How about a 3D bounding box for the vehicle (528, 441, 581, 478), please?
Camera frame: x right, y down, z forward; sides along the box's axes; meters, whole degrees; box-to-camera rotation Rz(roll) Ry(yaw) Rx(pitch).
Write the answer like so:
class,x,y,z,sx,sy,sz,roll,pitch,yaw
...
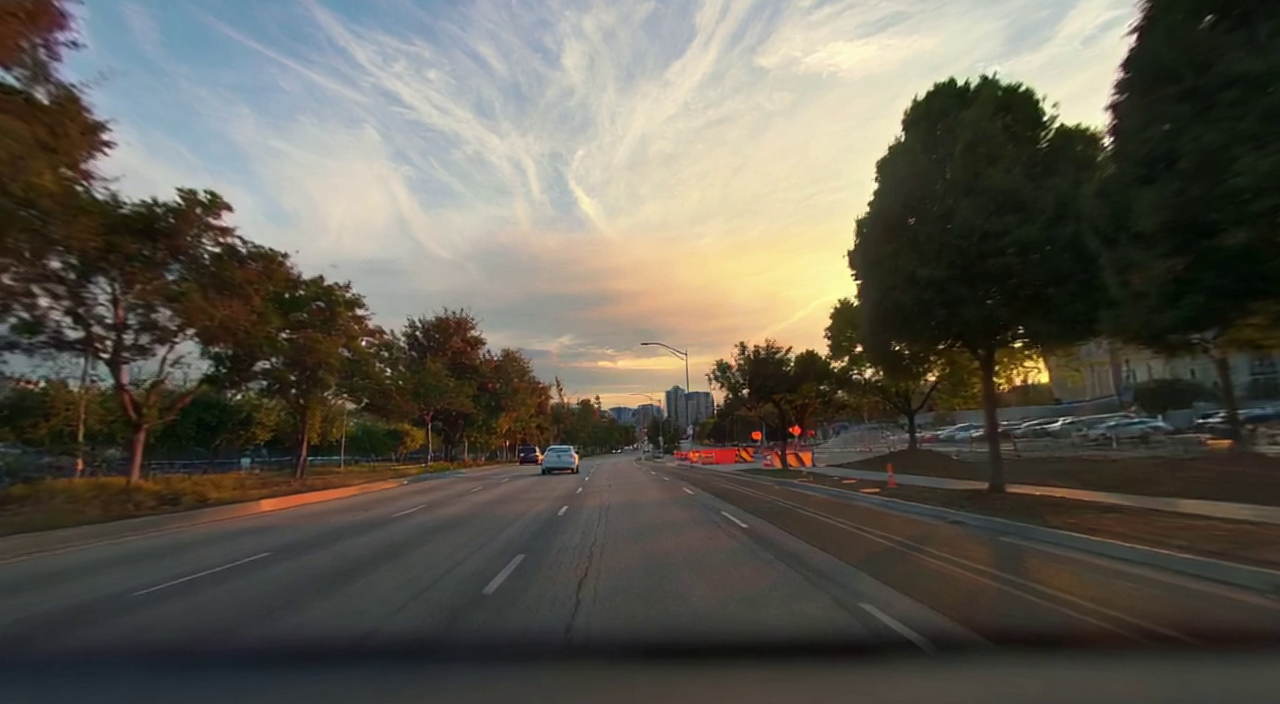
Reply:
class,x,y,z,sx,sy,sz,roll,pitch,yaw
vehicle,-4.101,5.220,30.896,2.121,1.654,3.993,0,-8,-2
